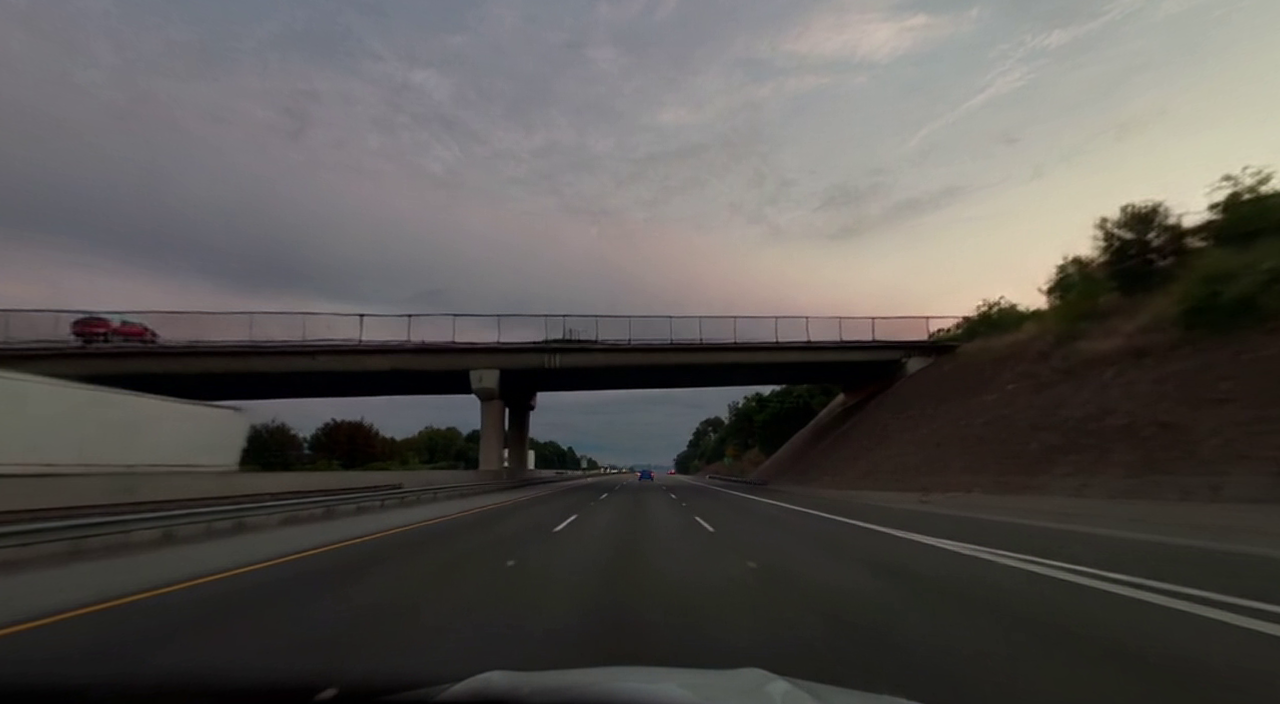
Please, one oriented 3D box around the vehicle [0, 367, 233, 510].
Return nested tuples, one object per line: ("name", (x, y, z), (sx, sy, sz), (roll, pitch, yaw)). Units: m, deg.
("vehicle", (-19.736, 3.101, 21.332), (2.893, 4.010, 13.120), (1, -11, 0))
